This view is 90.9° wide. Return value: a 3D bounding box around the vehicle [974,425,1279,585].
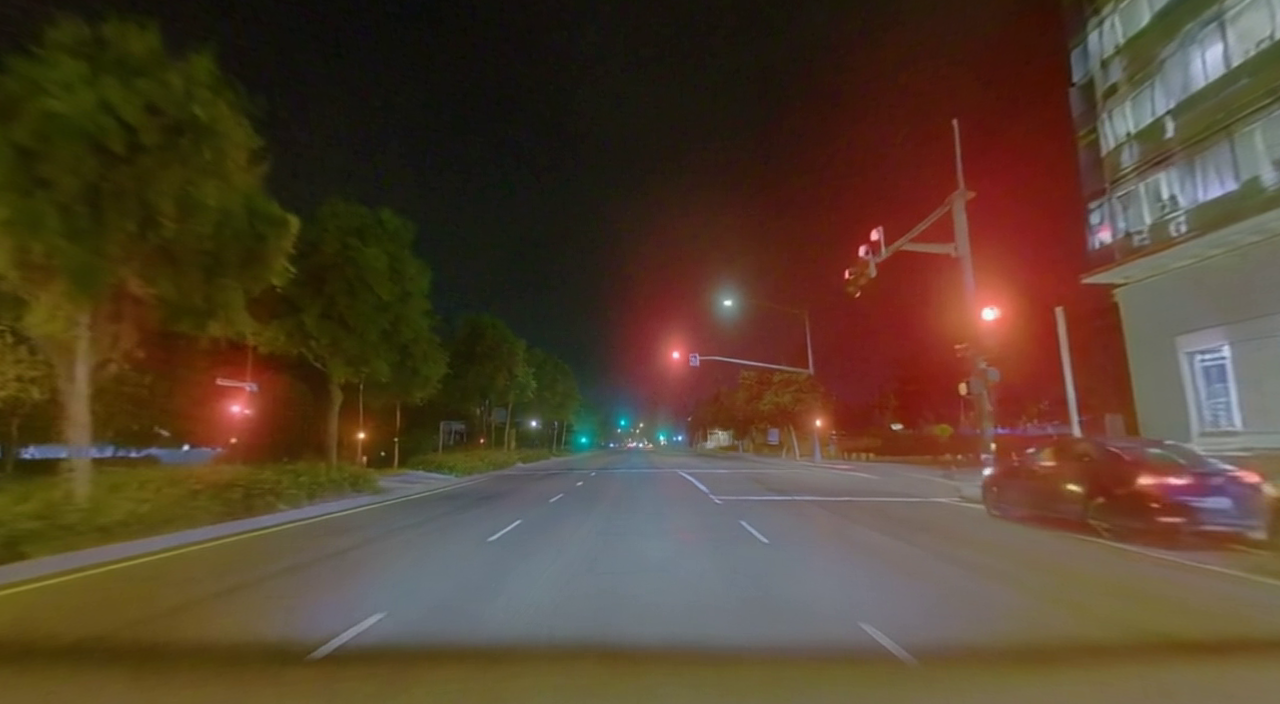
[{"bbox_3d":[6.719,1.819,8.473,1.872,1.528,4.648,0,-8,0],"label":"vehicle"}]
